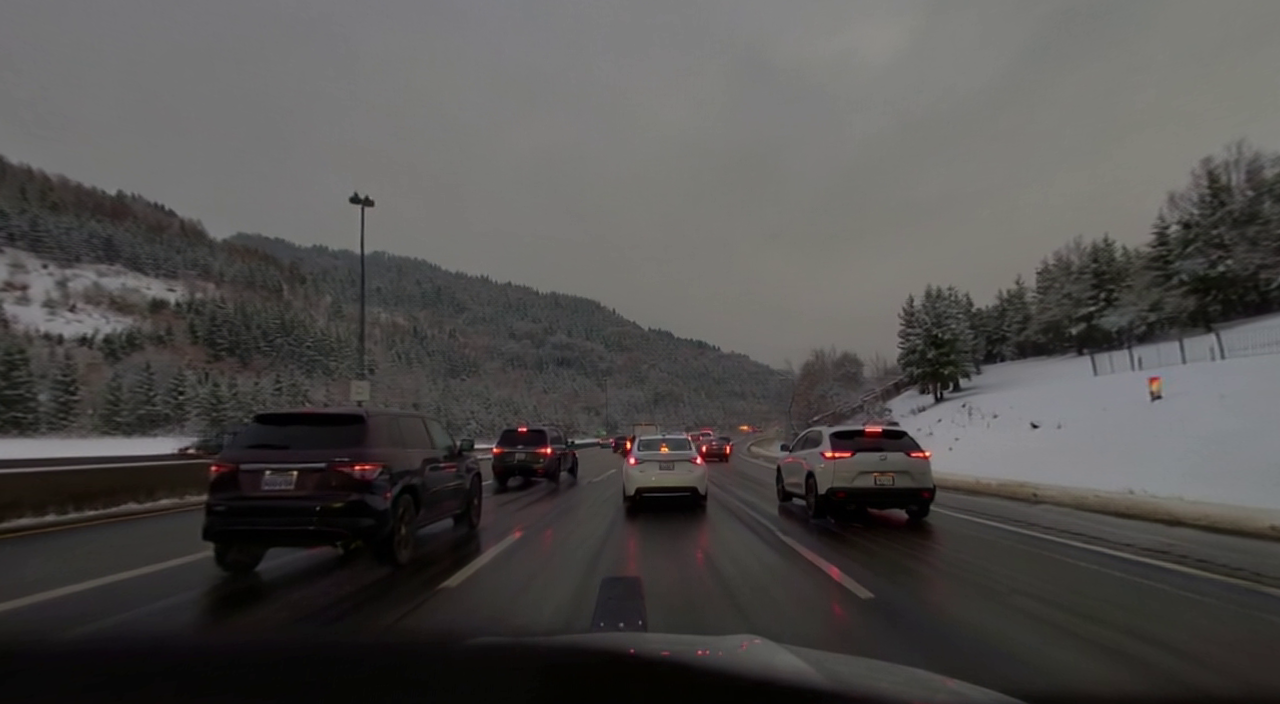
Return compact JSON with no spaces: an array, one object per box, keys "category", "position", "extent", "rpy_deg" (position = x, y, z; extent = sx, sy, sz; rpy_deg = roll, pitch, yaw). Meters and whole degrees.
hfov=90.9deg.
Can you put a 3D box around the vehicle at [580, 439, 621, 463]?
[{"category":"vehicle","position":[-2.343,6.021,38.348],"extent":[1.973,1.378,3.677],"rpy_deg":[-1,-8,4]}]

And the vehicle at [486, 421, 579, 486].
[{"category":"vehicle","position":[-3.253,3.207,20.209],"extent":[1.997,1.806,5.002],"rpy_deg":[0,-8,2]}]

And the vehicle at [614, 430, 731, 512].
[{"category":"vehicle","position":[0.607,2.457,13.571],"extent":[2.105,1.471,4.349],"rpy_deg":[0,-8,1]}]

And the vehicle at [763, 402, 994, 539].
[{"category":"vehicle","position":[3.528,1.860,10.484],"extent":[2.046,1.765,4.534],"rpy_deg":[0,-8,0]}]

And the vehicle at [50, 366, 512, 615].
[{"category":"vehicle","position":[-3.316,1.442,7.604],"extent":[2.301,1.902,5.374],"rpy_deg":[0,-8,1]}]
